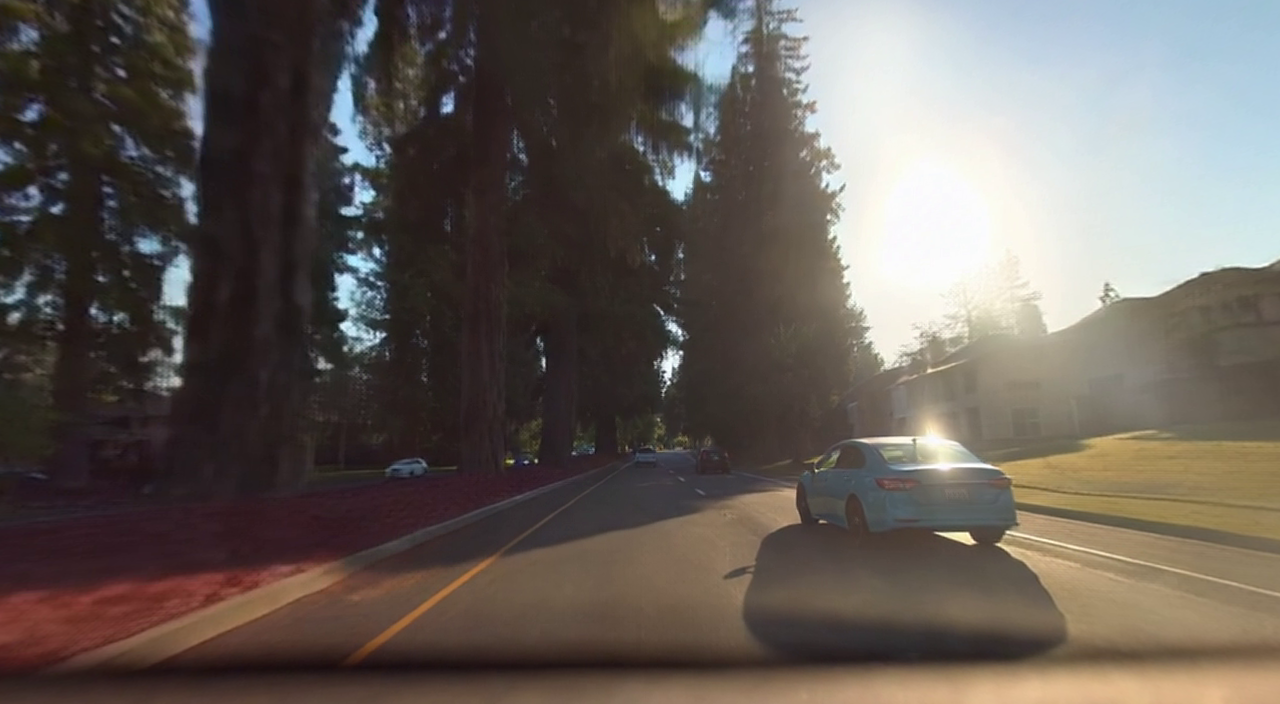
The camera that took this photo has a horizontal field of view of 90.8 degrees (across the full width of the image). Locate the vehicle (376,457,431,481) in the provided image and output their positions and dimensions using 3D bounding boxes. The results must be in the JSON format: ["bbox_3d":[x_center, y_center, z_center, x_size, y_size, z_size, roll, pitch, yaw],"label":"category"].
[{"bbox_3d":[-15.920,7.860,42.807,1.855,1.449,4.662,0,-9,1],"label":"vehicle"}]

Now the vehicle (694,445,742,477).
[{"bbox_3d":[4.281,6.029,35.211,2.074,1.652,4.340,0,-9,0],"label":"vehicle"}]

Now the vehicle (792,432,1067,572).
[{"bbox_3d":[3.711,1.973,9.113,1.985,1.529,4.147,0,-9,0],"label":"vehicle"}]

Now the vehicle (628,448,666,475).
[{"bbox_3d":[0.398,6.430,37.241,2.082,1.473,4.028,0,-9,0],"label":"vehicle"}]
